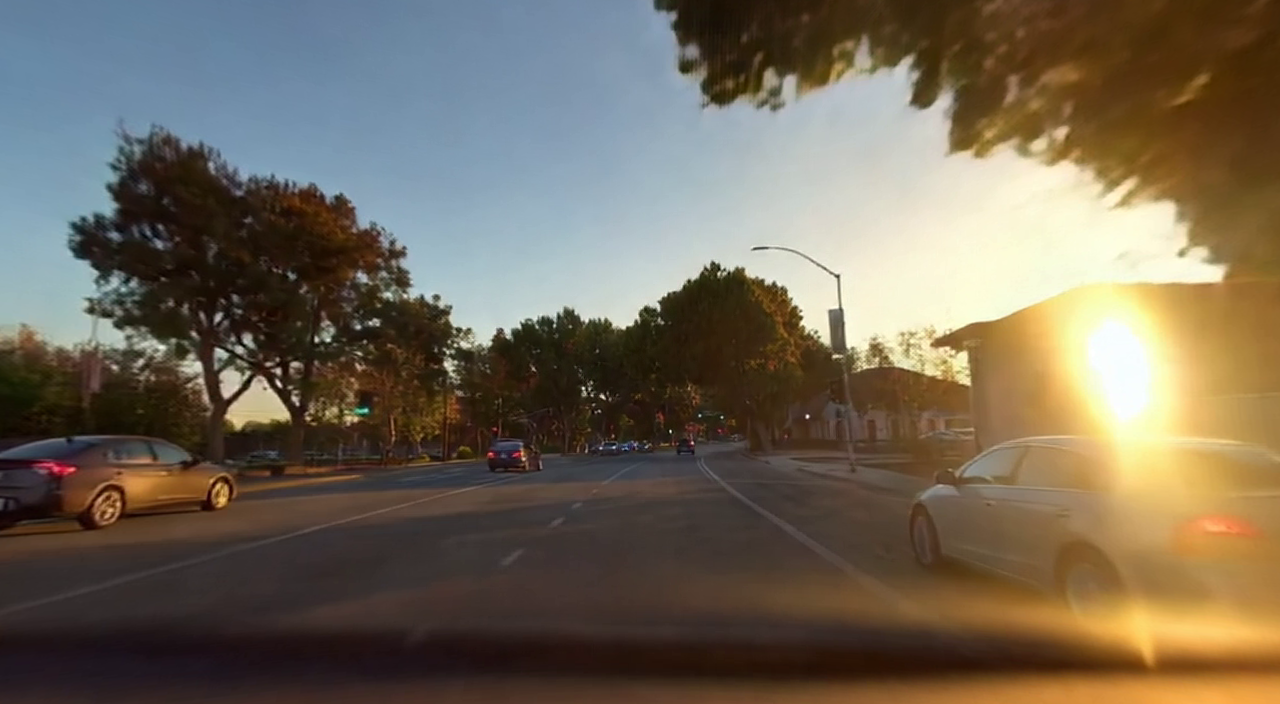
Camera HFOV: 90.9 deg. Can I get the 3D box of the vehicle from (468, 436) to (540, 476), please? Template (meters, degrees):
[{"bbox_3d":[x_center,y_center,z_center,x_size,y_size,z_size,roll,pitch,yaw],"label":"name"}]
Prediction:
[{"bbox_3d":[-5.932,4.594,28.001,1.988,1.597,4.404,-1,-8,3],"label":"vehicle"}]

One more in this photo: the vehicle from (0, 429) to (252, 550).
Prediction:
[{"bbox_3d":[-8.763,2.128,10.460,1.951,1.554,4.444,0,-8,-3],"label":"vehicle"}]

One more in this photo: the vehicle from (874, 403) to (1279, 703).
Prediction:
[{"bbox_3d":[3.785,1.323,5.168,2.003,1.494,4.705,0,-8,1],"label":"vehicle"}]
